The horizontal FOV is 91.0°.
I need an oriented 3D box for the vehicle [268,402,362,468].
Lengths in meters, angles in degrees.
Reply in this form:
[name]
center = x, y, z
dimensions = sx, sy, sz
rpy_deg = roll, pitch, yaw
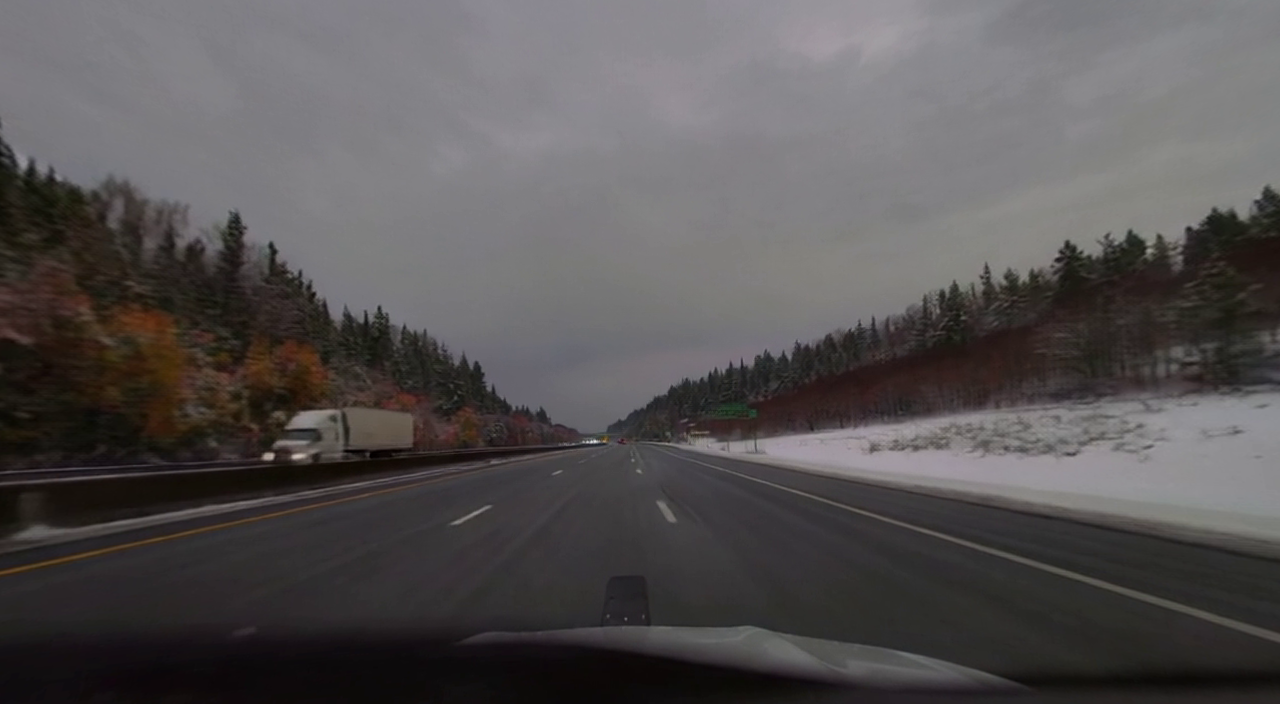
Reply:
[vehicle]
center = -21.731, 5.649, 42.534
dimensions = 2.973, 4.092, 6.174
rpy_deg = 0, -8, -1
